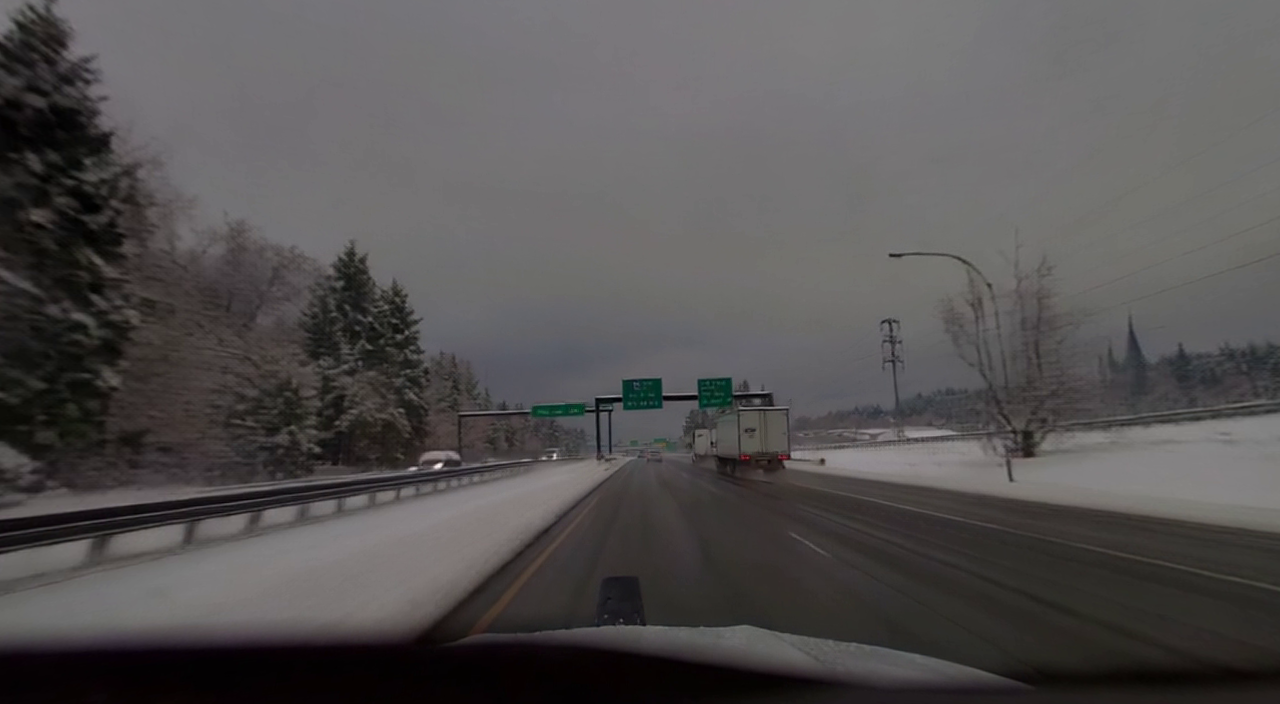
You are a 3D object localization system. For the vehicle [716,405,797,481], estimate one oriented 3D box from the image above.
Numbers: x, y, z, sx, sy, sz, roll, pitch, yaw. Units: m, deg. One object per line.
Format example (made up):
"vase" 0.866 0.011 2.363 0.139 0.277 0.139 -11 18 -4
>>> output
"vehicle" 5.665 4.612 31.919 2.743 3.367 7.306 0 -9 1

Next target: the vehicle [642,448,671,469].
"vehicle" 1.181 7.868 46.663 2.049 1.500 3.790 0 -9 1

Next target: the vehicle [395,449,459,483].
"vehicle" -12.955 6.937 38.688 2.050 1.910 4.994 0 -9 1
